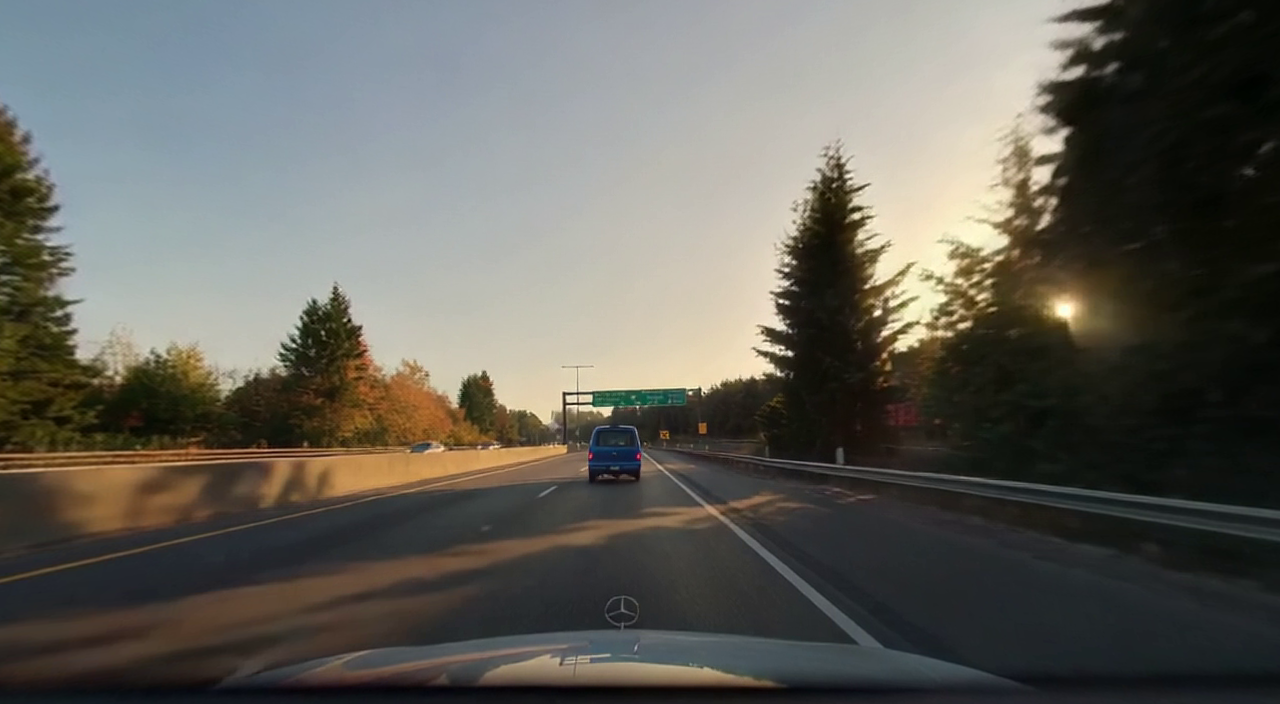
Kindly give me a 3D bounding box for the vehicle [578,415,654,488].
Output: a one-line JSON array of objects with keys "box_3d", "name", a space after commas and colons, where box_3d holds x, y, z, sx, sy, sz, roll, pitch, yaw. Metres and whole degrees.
[{"box_3d": [-0.752, 3.326, 21.250, 2.248, 2.154, 4.892, 0, -8, -1], "name": "vehicle"}]
